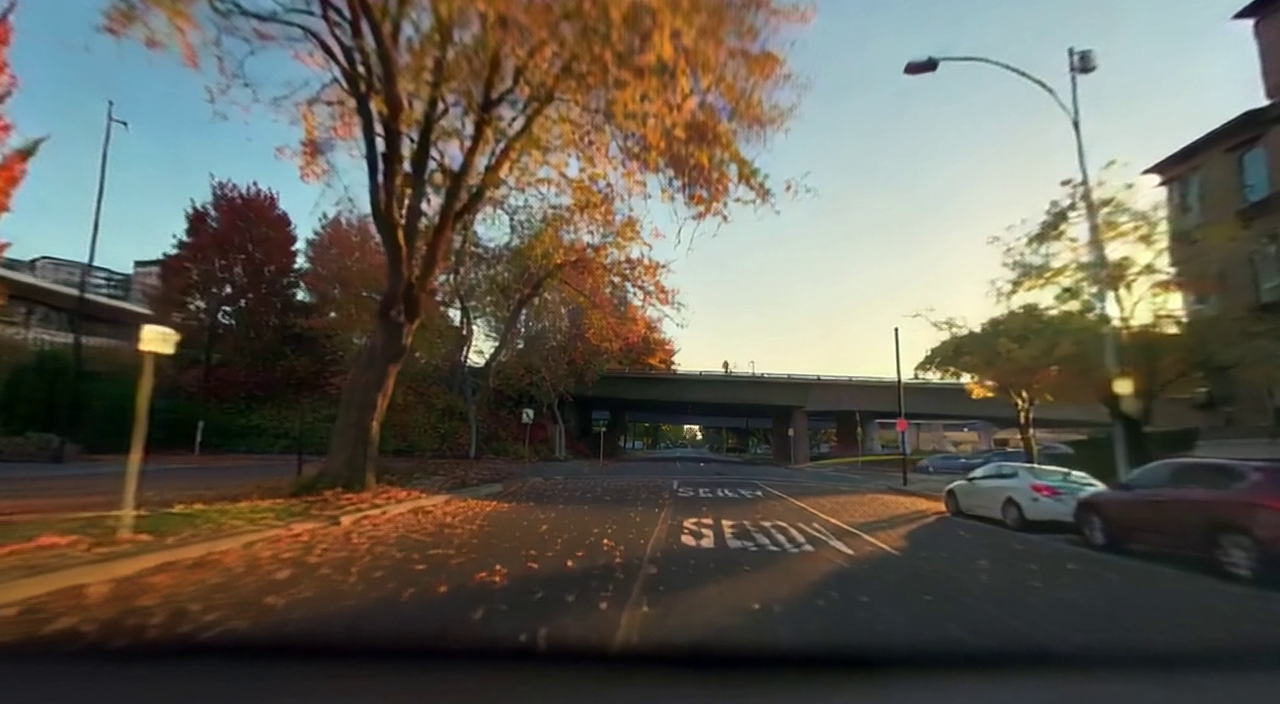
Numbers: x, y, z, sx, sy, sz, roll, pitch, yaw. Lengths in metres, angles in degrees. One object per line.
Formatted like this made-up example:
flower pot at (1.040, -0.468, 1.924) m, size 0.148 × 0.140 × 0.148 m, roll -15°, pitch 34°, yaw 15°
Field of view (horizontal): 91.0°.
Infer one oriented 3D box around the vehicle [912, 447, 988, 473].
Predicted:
vehicle at (21.798, 7.580, 44.407) m, size 2.066 × 1.654 × 4.269 m, roll 6°, pitch -10°, yaw -35°

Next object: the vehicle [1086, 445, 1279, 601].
vehicle at (7.929, 1.982, 7.655) m, size 1.954 × 1.657 × 4.522 m, roll 0°, pitch -9°, yaw 5°

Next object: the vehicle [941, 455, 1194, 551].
vehicle at (8.358, 2.946, 13.045) m, size 2.067 × 1.498 × 4.771 m, roll 0°, pitch -9°, yaw 3°
